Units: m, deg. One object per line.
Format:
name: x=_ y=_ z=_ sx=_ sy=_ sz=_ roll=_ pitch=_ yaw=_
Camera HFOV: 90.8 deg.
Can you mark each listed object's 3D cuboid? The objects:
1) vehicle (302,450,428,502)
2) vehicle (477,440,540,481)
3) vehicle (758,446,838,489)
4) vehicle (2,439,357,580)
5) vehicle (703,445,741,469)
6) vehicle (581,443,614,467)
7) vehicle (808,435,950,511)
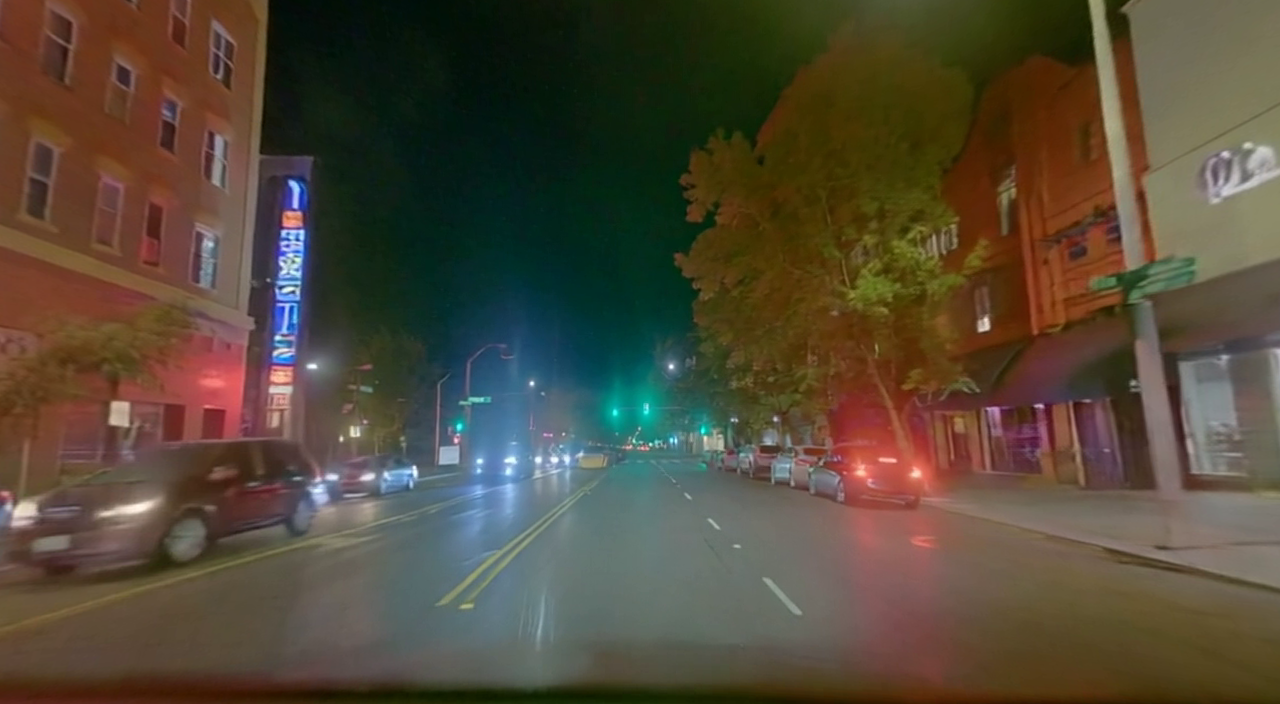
vehicle: x=-9.001 y=4.072 z=21.231 sx=2.191 sy=1.472 sz=4.684 roll=0 pitch=-9 yaw=-1
vehicle: x=-6.115 y=5.097 z=29.922 sx=2.020 sy=1.754 sz=4.442 roll=0 pitch=-9 yaw=0
vehicle: x=5.877 y=4.327 z=24.108 sx=1.834 sy=1.454 sz=4.410 roll=0 pitch=-9 yaw=-1
vehicle: x=-6.089 y=2.074 z=9.222 sx=1.898 sy=1.532 sz=4.337 roll=0 pitch=-9 yaw=0
vehicle: x=5.754 y=7.408 z=44.776 sx=2.011 sy=1.603 sz=4.395 roll=0 pitch=-9 yaw=-1
vehicle: x=-3.230 y=7.938 z=48.852 sx=2.168 sy=1.784 sz=4.681 roll=0 pitch=-9 yaw=1
vehicle: x=6.070 y=3.099 z=16.720 sx=2.047 sy=1.720 sz=4.353 roll=0 pitch=-9 yaw=0
